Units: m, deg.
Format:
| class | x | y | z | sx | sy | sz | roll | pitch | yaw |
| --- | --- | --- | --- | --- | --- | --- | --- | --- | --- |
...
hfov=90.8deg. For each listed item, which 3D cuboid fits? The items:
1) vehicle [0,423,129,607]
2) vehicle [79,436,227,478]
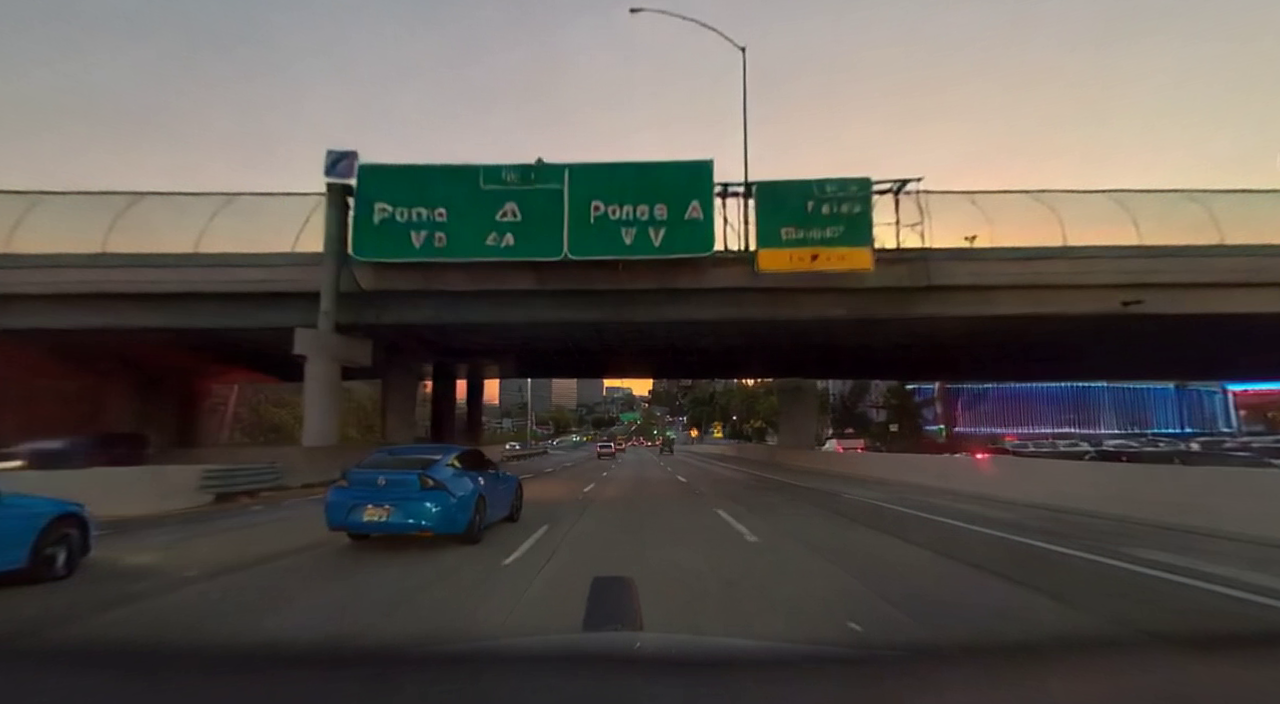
| class | x | y | z | sx | sy | sz | roll | pitch | yaw |
| --- | --- | --- | --- | --- | --- | --- | --- | --- | --- |
| vehicle | -6.374 | 1.242 | 4.419 | 1.990 | 1.529 | 4.288 | 0 | -8 | 0 |
| vehicle | -19.577 | 4.237 | 25.730 | 2.300 | 1.517 | 4.605 | 0 | -8 | 1 |
